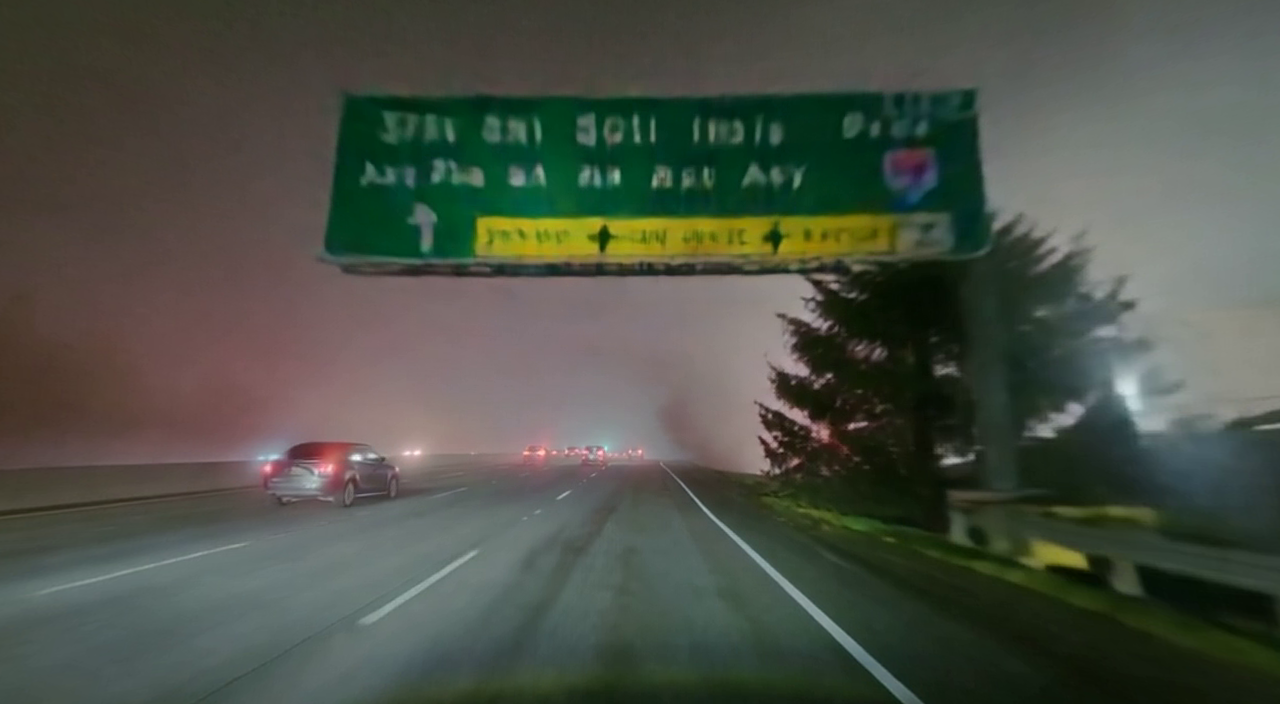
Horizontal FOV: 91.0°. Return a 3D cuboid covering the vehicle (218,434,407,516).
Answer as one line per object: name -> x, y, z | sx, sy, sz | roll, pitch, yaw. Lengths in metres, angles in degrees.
vehicle -> -7.565, 2.864, 15.219 | 2.071, 1.661, 4.540 | 0, -9, 0

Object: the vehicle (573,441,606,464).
vehicle -> -3.922, 7.889, 49.478 | 2.158, 1.717, 4.375 | 0, -9, 1
